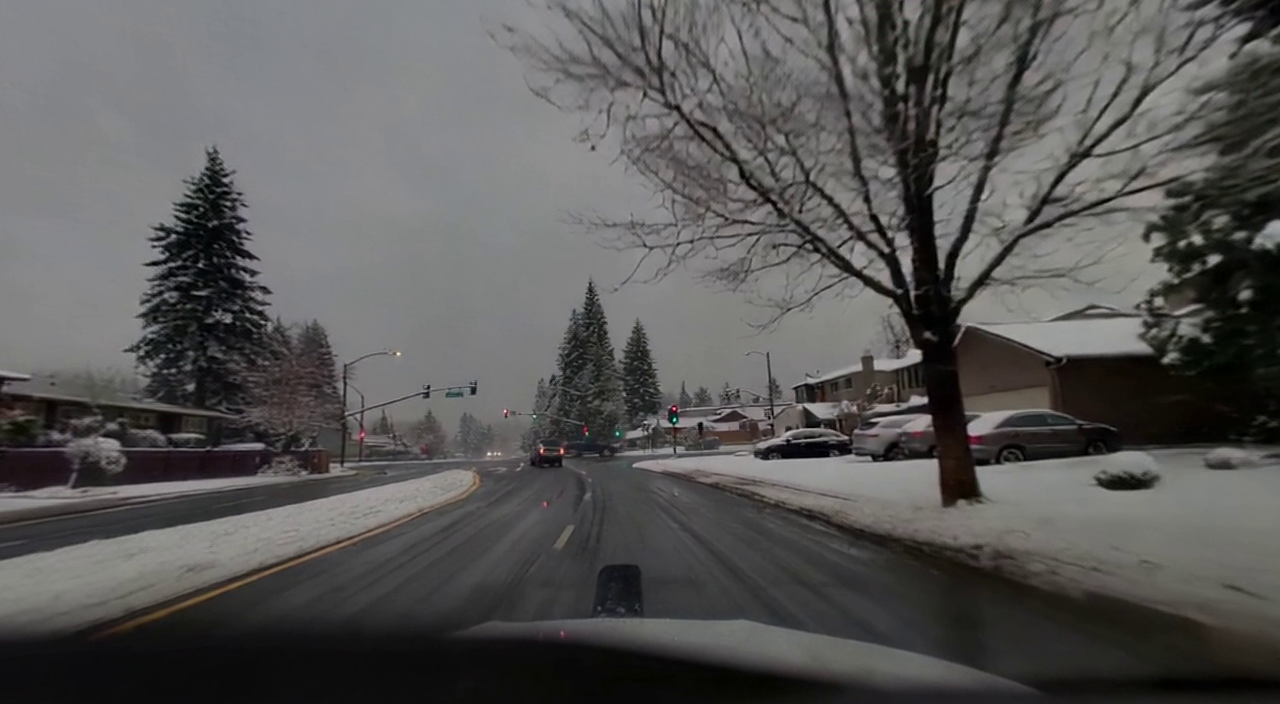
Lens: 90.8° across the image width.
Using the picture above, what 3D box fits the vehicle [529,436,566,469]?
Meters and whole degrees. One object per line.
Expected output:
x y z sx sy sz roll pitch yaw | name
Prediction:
-5.550 6.060 38.127 2.041 1.834 4.679 1 -9 -8 | vehicle

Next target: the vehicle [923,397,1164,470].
9.668 1.994 15.425 4.590 1.648 1.876 0 -9 -3 | vehicle

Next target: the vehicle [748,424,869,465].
7.283 4.022 27.591 4.663 1.618 1.962 0 -9 -7 | vehicle
